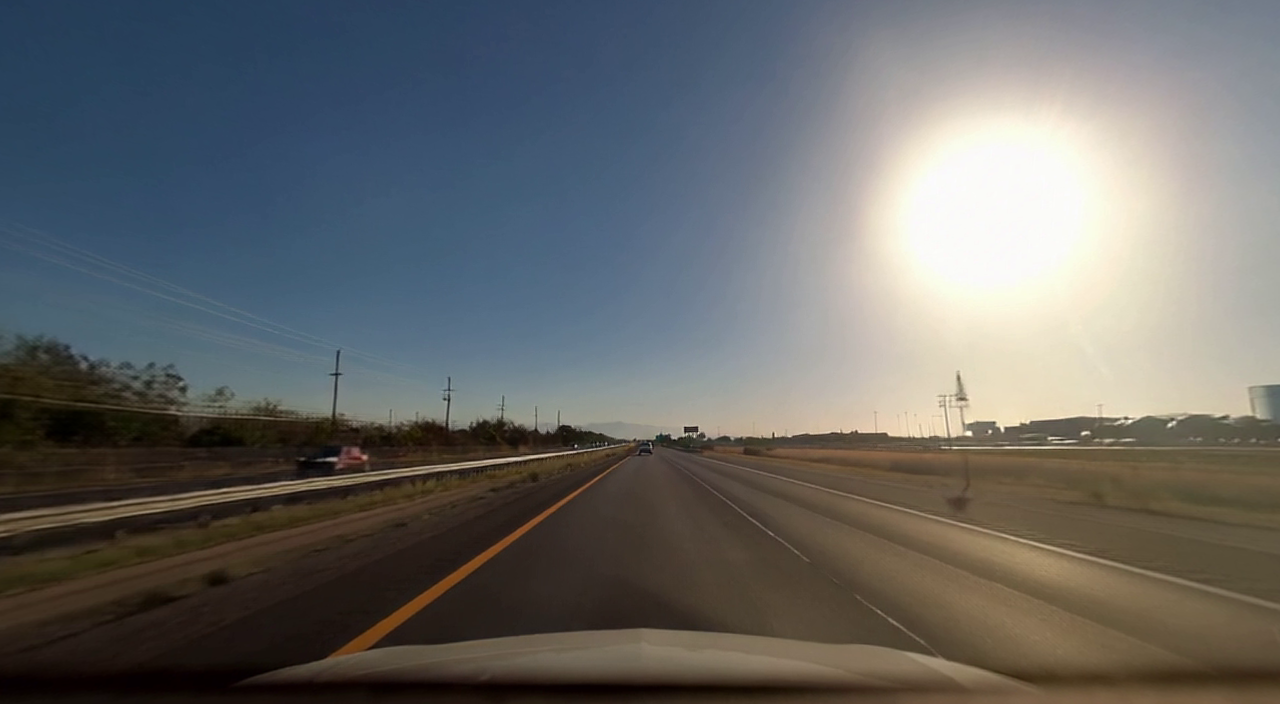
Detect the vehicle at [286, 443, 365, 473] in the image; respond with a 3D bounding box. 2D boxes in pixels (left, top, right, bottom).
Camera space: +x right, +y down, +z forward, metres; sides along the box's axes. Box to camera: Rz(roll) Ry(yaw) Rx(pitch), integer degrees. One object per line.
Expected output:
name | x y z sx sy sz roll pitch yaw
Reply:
vehicle | -17.061 5.740 34.469 1.941 1.514 4.359 0 -8 1
